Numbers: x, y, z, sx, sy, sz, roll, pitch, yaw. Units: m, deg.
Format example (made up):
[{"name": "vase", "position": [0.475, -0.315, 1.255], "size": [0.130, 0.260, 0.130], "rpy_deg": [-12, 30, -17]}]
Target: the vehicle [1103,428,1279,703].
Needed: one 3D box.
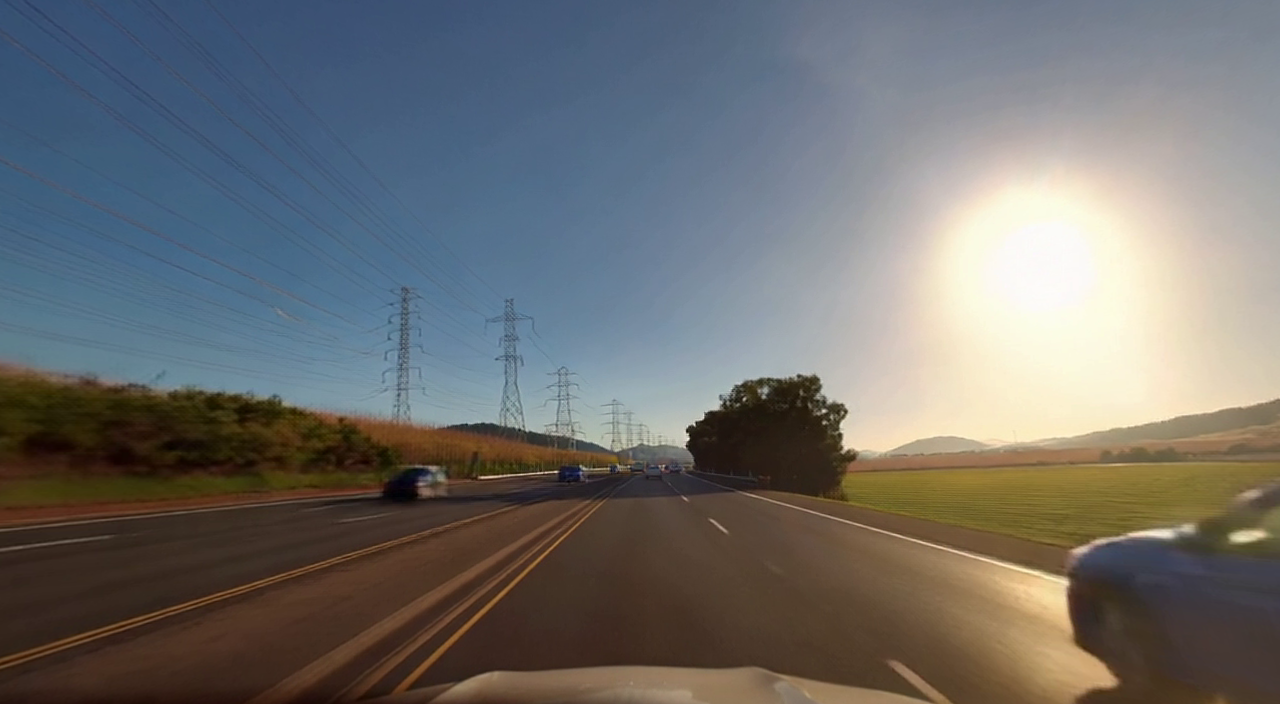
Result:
[{"name": "vehicle", "position": [3.552, 0.894, 1.427], "size": [1.985, 1.521, 3.904], "rpy_deg": [1, -10, 0]}]

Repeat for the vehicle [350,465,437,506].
[{"name": "vehicle", "position": [-11.058, 6.022, 28.572], "size": [2.023, 1.654, 4.480], "rpy_deg": [1, -10, 2]}]
